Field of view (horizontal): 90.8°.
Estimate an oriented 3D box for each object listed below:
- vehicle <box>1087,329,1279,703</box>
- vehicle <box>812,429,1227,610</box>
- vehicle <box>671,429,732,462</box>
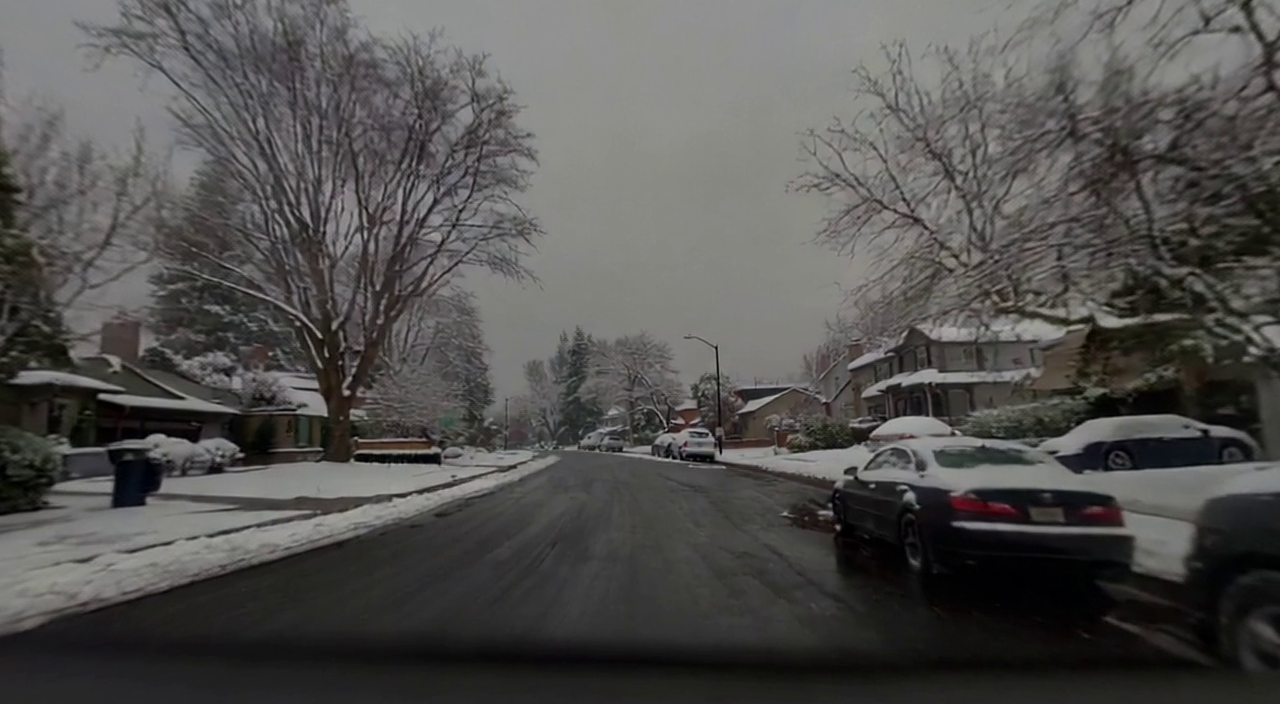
[{"bbox_3d":[3.699,0.613,1.030,2.161,1.854,5.289,-1,-8,2],"label":"vehicle"},{"bbox_3d":[3.792,1.722,7.638,2.132,1.478,4.685,0,-8,0],"label":"vehicle"},{"bbox_3d":[3.718,5.821,39.566,2.715,1.900,6.163,1,-8,-5],"label":"vehicle"}]
